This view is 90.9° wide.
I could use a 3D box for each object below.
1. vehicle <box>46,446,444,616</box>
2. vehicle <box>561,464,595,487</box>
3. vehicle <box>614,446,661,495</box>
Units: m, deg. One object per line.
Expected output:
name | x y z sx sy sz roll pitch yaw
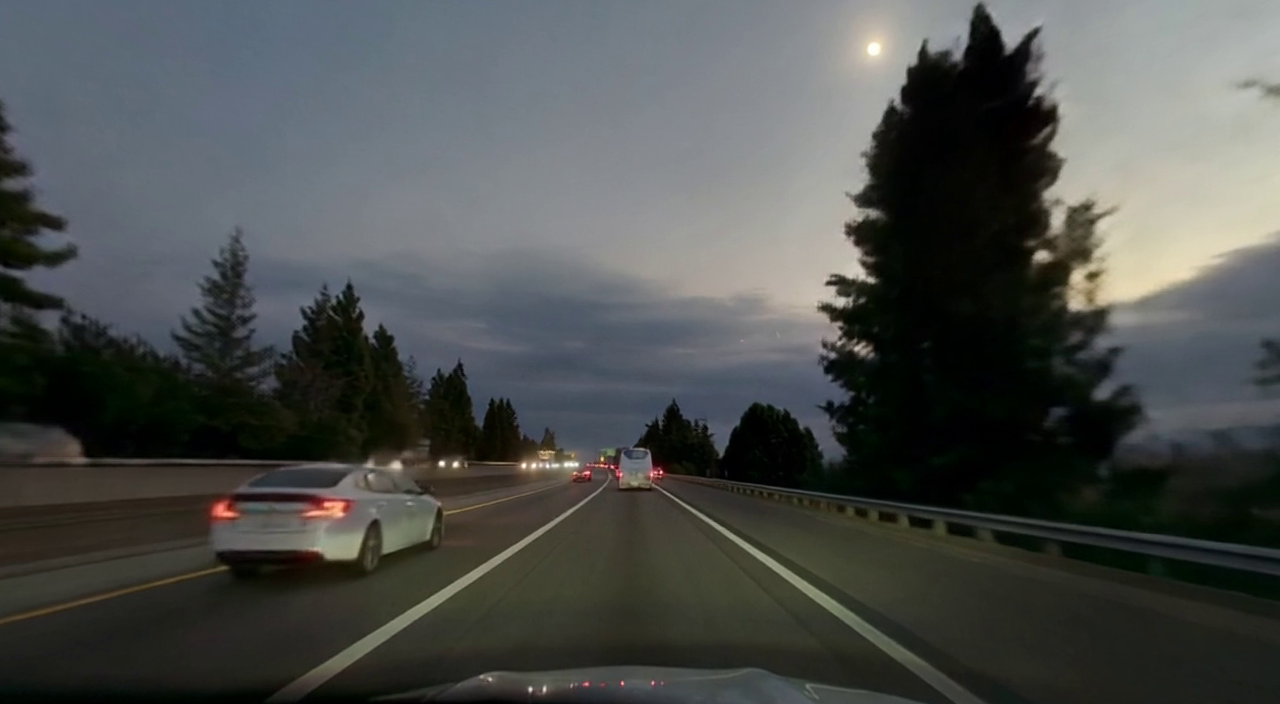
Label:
vehicle | -4.318 2.056 8.067 2.128 1.491 4.508 1 -11 0
vehicle | -4.533 9.100 46.494 2.100 1.605 3.883 1 -10 0
vehicle | -0.175 6.781 36.191 2.482 2.549 5.447 1 -11 -1
